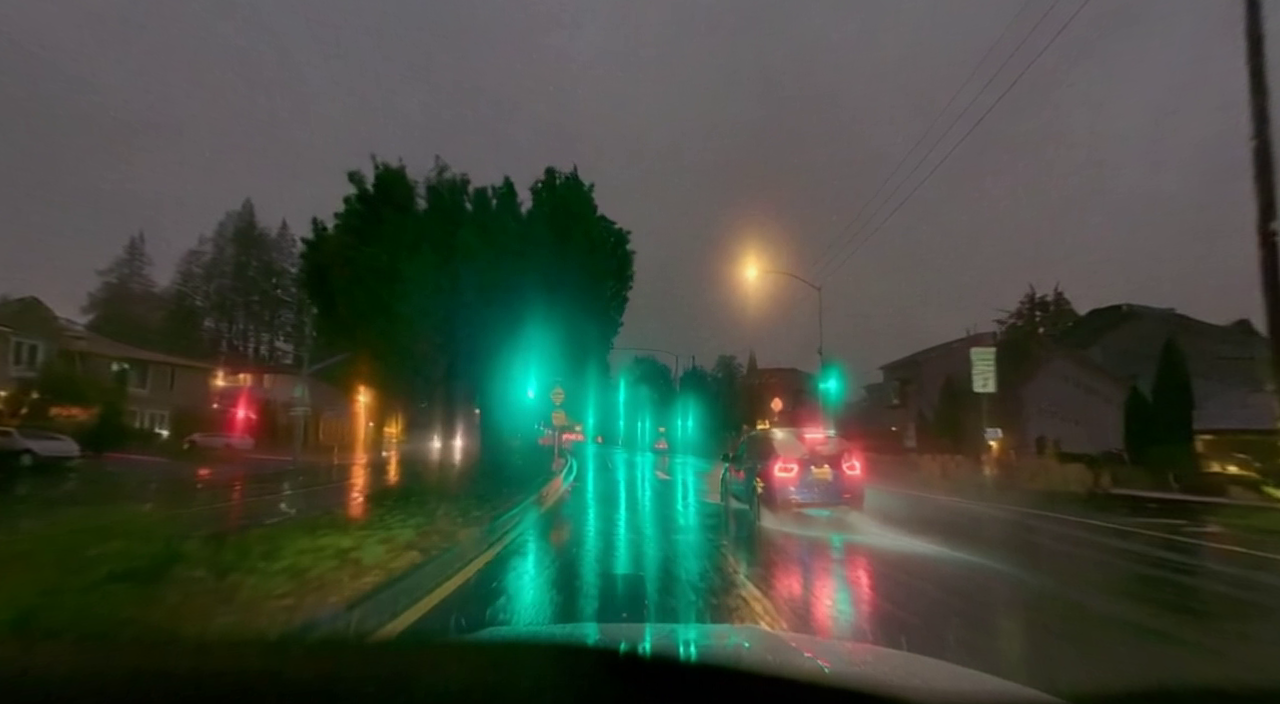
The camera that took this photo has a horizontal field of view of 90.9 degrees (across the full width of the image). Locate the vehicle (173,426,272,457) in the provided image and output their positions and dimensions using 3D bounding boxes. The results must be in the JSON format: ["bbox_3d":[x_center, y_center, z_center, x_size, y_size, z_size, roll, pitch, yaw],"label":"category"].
[{"bbox_3d":[-25.913,5.610,39.238,4.583,1.850,2.015,1,-9,-9],"label":"vehicle"}]

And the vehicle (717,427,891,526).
[{"bbox_3d":[2.758,2.201,11.687,1.960,1.479,4.086,0,-9,-3],"label":"vehicle"}]

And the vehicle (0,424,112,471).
[{"bbox_3d":[-24.566,3.830,25.254,4.737,1.805,2.049,1,-9,-6],"label":"vehicle"}]

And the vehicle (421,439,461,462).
[{"bbox_3d":[-14.692,7.278,46.733,2.041,1.608,4.166,1,-9,-7],"label":"vehicle"}]
